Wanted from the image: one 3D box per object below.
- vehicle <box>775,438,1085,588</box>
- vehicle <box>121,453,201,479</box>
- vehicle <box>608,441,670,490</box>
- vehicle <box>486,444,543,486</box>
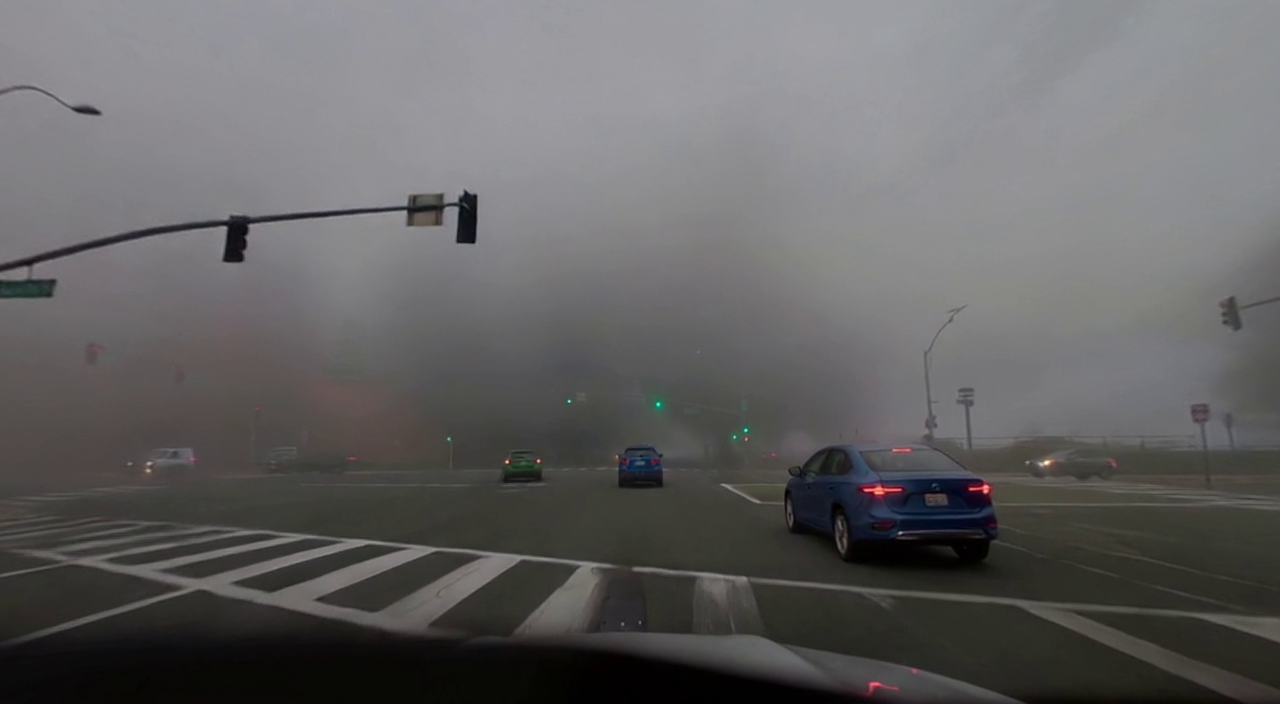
[{"bbox_3d":[3.377,1.941,8.562,2.056,1.468,4.520,0,-8,0],"label":"vehicle"},{"bbox_3d":[-31.458,7.446,41.220,4.422,1.605,1.955,-3,-9,20],"label":"vehicle"},{"bbox_3d":[-0.033,4.190,23.552,2.108,1.654,4.235,0,-8,0],"label":"vehicle"},{"bbox_3d":[-5.477,4.803,26.994,1.987,1.633,4.005,2,-9,-17],"label":"vehicle"}]
